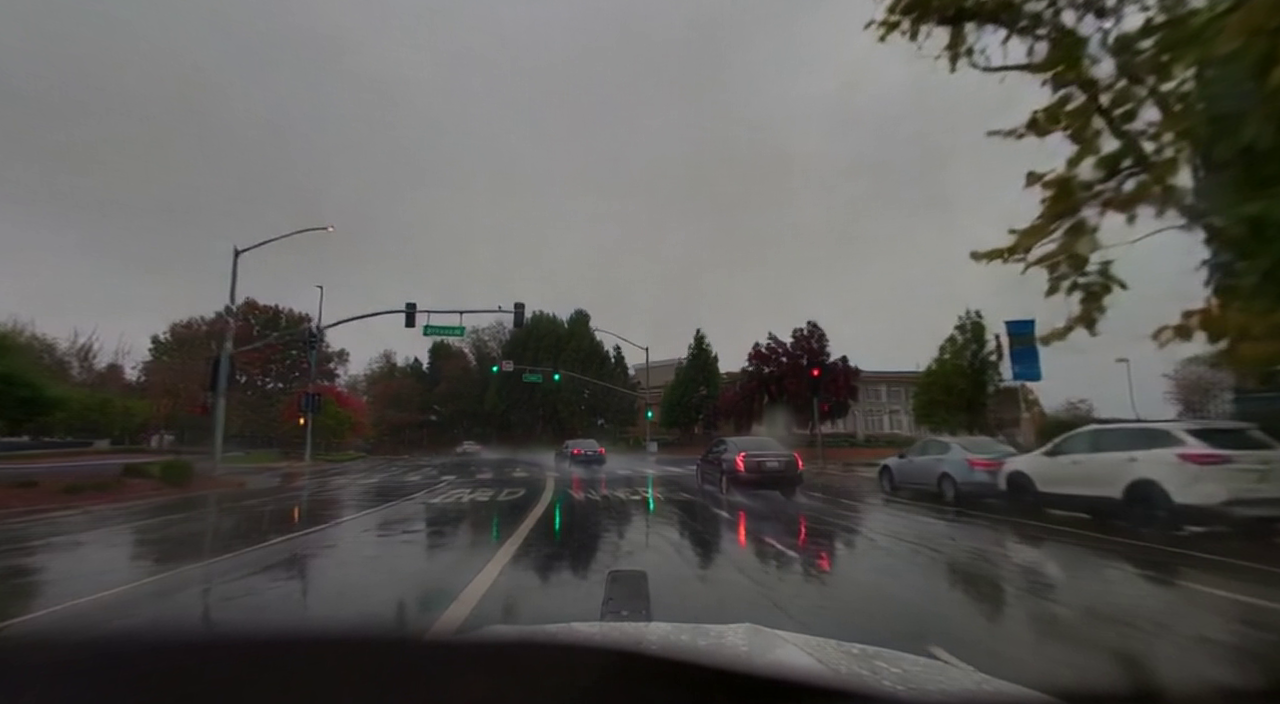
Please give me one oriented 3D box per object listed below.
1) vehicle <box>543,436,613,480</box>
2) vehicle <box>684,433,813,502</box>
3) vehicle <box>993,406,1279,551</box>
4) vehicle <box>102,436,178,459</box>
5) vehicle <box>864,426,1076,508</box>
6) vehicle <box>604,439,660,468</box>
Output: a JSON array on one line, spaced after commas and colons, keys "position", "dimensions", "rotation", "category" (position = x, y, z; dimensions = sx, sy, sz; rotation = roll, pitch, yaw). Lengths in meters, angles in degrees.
[{"position": [-2.542, 4.097, 24.685], "dimensions": [2.308, 1.535, 4.811], "rotation": [2, -8, -11], "category": "vehicle"}, {"position": [2.522, 2.827, 15.968], "dimensions": [1.984, 1.476, 4.488], "rotation": [1, -8, -7], "category": "vehicle"}, {"position": [7.442, 1.744, 9.334], "dimensions": [1.825, 1.646, 4.070], "rotation": [1, -8, -4], "category": "vehicle"}, {"position": [-35.633, 6.789, 45.011], "dimensions": [3.796, 1.595, 1.808], "rotation": [3, -9, -23], "category": "vehicle"}, {"position": [7.028, 2.490, 14.126], "dimensions": [1.933, 1.522, 4.443], "rotation": [1, -8, -7], "category": "vehicle"}, {"position": [-0.530, 5.417, 33.880], "dimensions": [1.957, 1.463, 4.701], "rotation": [2, -9, -14], "category": "vehicle"}]
